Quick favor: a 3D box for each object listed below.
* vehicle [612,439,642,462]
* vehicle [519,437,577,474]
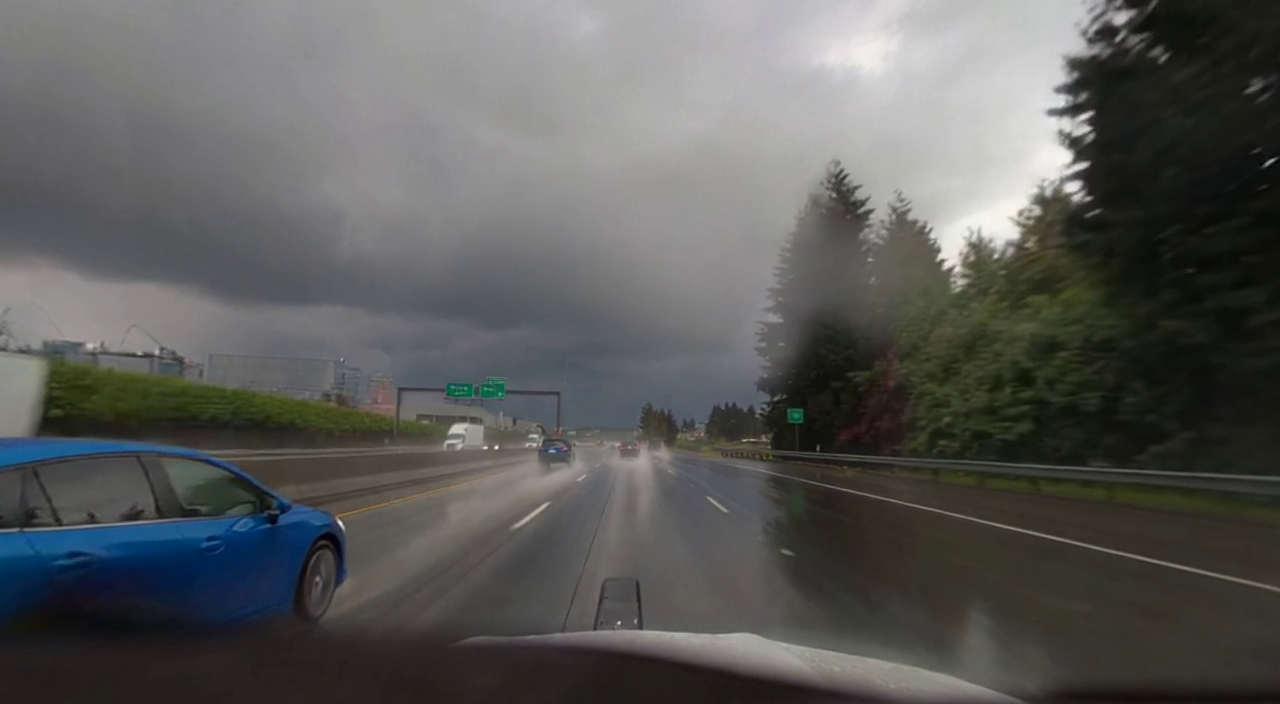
[{"bbox_3d":[-1.056,7.609,48.657,2.196,1.699,4.499,0,-8,-2],"label":"vehicle"},{"bbox_3d":[-4.358,4.986,30.452,2.271,1.626,4.463,0,-8,-1],"label":"vehicle"}]
